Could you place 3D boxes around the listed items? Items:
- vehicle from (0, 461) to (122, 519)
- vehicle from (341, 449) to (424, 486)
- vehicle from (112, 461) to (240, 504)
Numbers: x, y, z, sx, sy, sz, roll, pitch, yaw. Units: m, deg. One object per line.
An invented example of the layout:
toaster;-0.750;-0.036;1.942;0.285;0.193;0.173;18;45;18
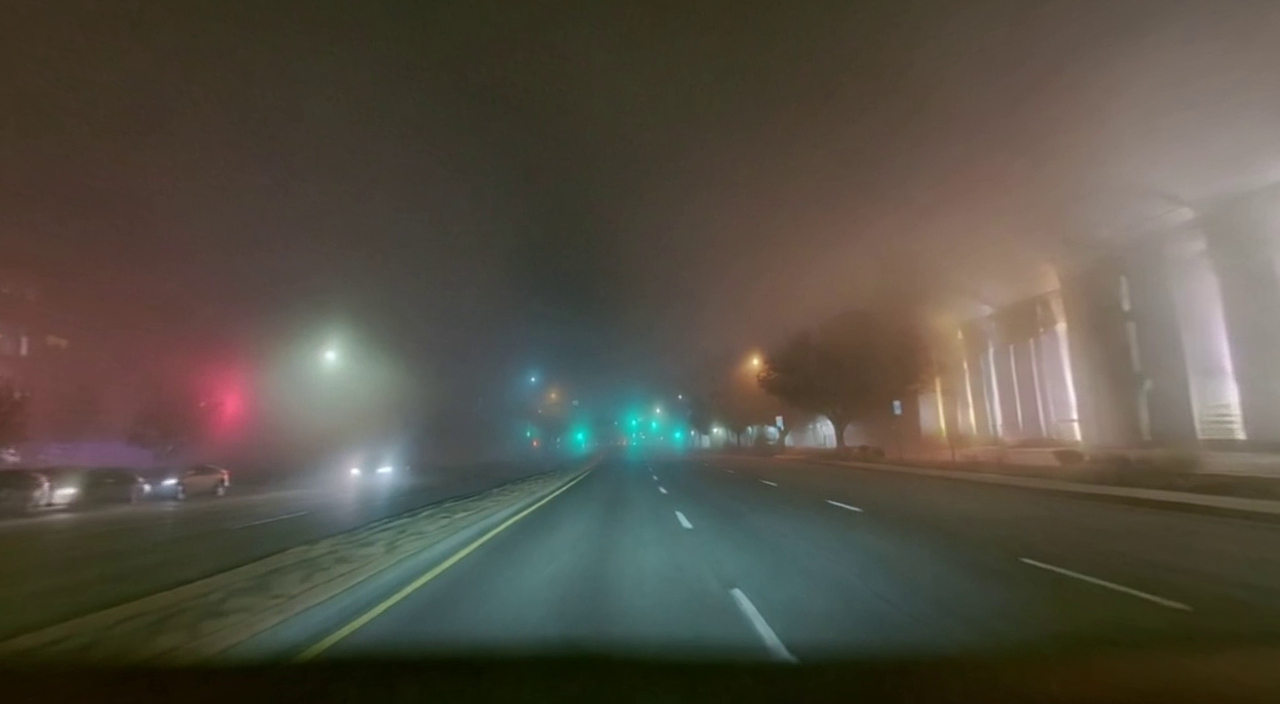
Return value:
vehicle;-19.938;4.514;21.075;1.815;1.629;4.123;0;-8;-1
vehicle;-11.948;5.363;29.694;1.918;1.546;4.683;0;-8;0
vehicle;-19.955;5.607;27.543;1.870;1.486;5.031;-1;-8;-1
